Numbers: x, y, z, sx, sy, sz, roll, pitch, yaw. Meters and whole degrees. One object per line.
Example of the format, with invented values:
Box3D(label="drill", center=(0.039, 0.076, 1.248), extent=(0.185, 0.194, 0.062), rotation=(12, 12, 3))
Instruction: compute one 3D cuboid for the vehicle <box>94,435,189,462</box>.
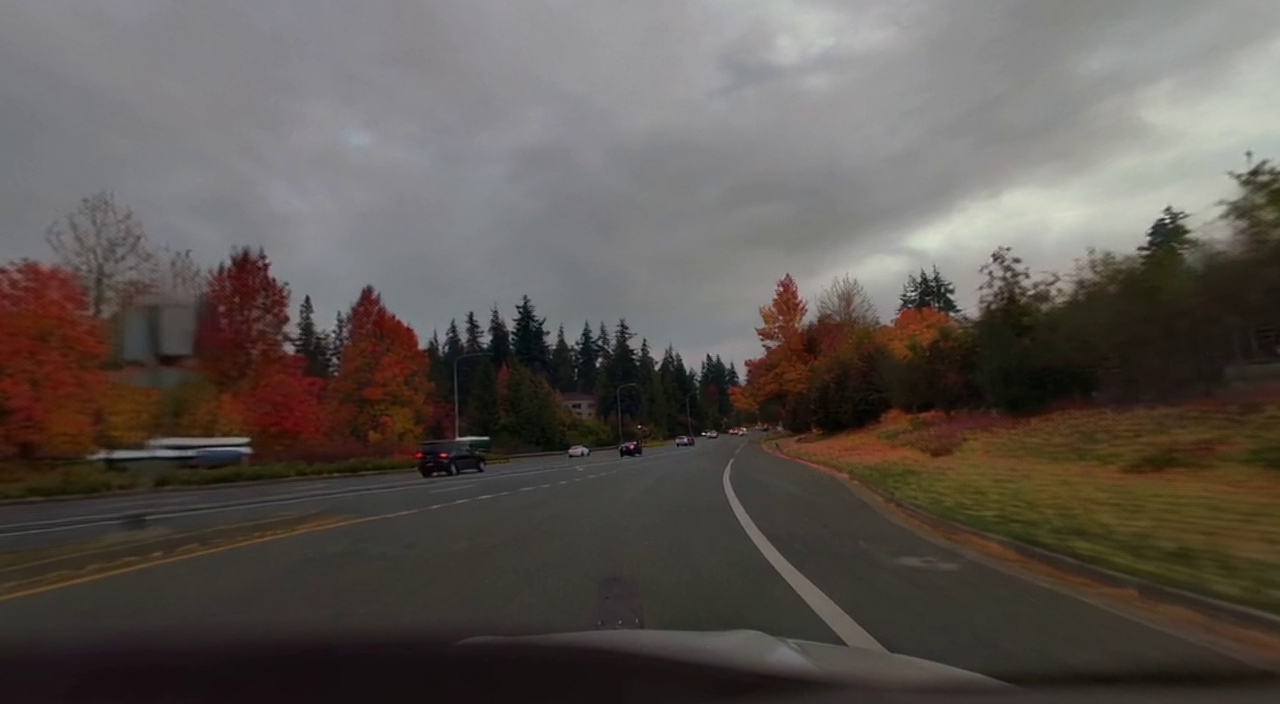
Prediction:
Box3D(label="vehicle", center=(-35.407, 6.876, 44.914), extent=(1.938, 1.773, 4.945), rotation=(-2, -9, 15))

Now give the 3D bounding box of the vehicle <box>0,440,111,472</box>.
Box3D(label="vehicle", center=(-36.721, 6.575, 39.582), extent=(2.002, 1.807, 4.962), rotation=(-4, -10, 14))

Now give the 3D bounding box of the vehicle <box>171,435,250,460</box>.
Box3D(label="vehicle", center=(-33.865, 7.552, 49.848), extent=(1.995, 1.819, 4.955), rotation=(-2, -9, 15))

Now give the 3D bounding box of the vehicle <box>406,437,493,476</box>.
Box3D(label="vehicle", center=(-10.815, 5.978, 36.239), extent=(2.368, 2.012, 5.021), rotation=(-2, -9, 15))
